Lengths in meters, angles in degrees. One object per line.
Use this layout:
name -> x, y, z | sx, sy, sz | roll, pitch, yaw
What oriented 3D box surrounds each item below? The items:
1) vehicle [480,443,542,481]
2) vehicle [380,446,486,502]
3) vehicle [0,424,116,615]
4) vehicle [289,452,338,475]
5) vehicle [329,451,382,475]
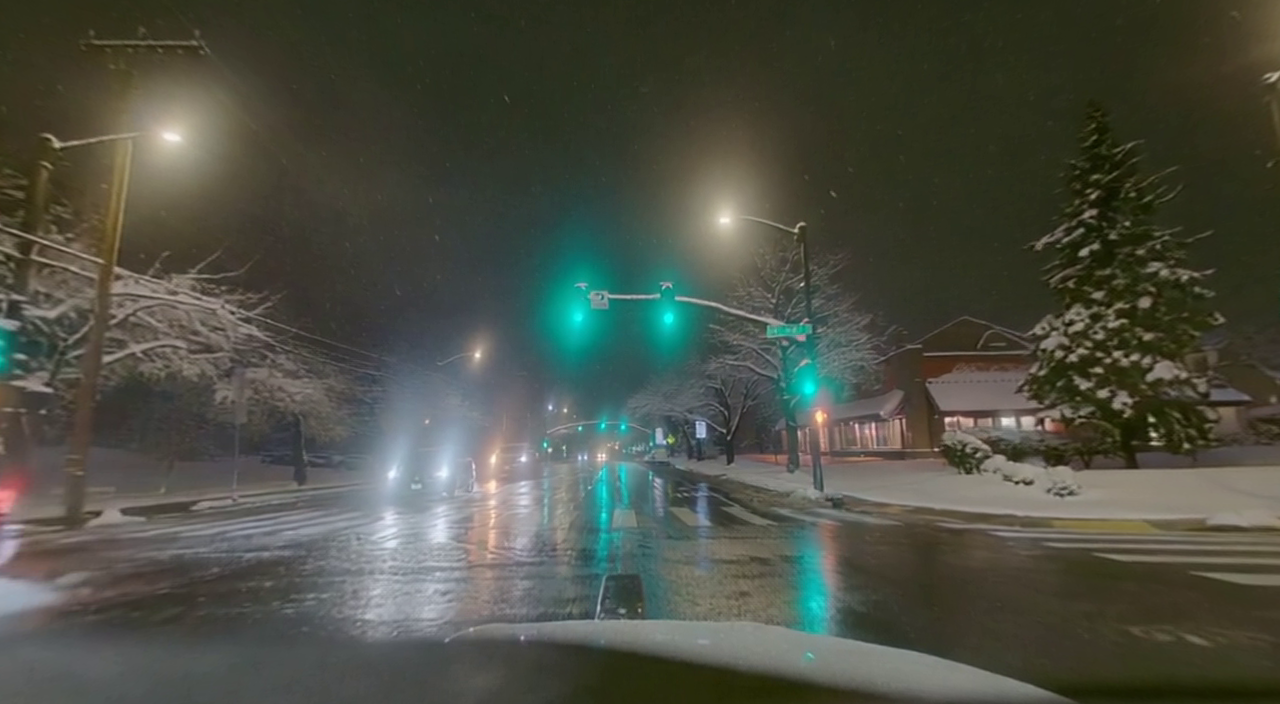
vehicle -> -7.096, 6.113, 35.396 | 2.545, 1.943, 5.168 | 0, -8, -2
vehicle -> -6.653, 3.936, 20.910 | 2.019, 1.596, 4.608 | 0, -8, -1
vehicle -> -6.428, 1.244, 4.220 | 2.071, 1.588, 4.336 | 0, -8, 1
vehicle -> -23.583, 8.085, 45.817 | 1.739, 1.373, 3.759 | 2, -6, -4
vehicle -> -20.990, 8.176, 46.755 | 1.981, 1.510, 4.439 | 0, -7, -2
